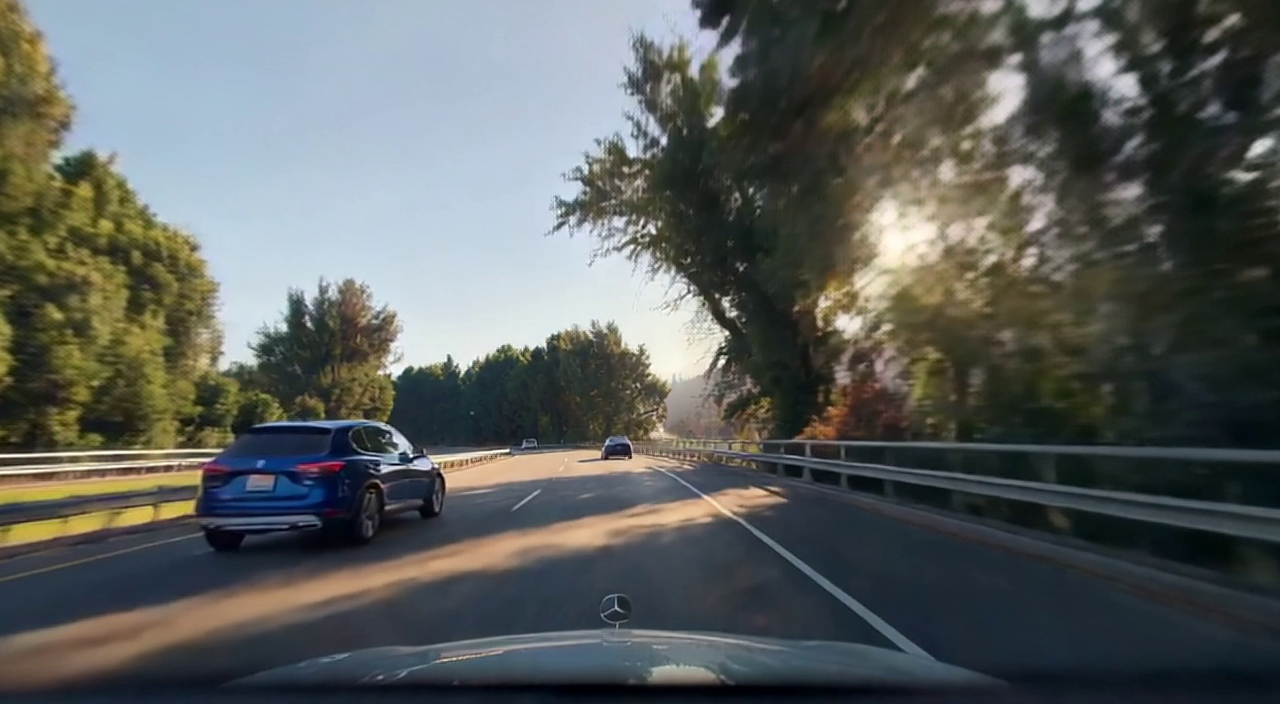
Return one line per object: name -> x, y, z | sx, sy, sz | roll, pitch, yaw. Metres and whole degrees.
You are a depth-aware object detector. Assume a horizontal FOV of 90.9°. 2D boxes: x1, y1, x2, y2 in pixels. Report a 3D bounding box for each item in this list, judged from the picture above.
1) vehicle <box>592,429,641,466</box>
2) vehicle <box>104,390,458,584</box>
vehicle -> -1.347, 5.071, 33.691 | 2.452, 1.857, 4.022 | 0, -8, -4
vehicle -> -4.167, 1.626, 8.543 | 2.053, 1.847, 4.760 | 0, -8, -1
